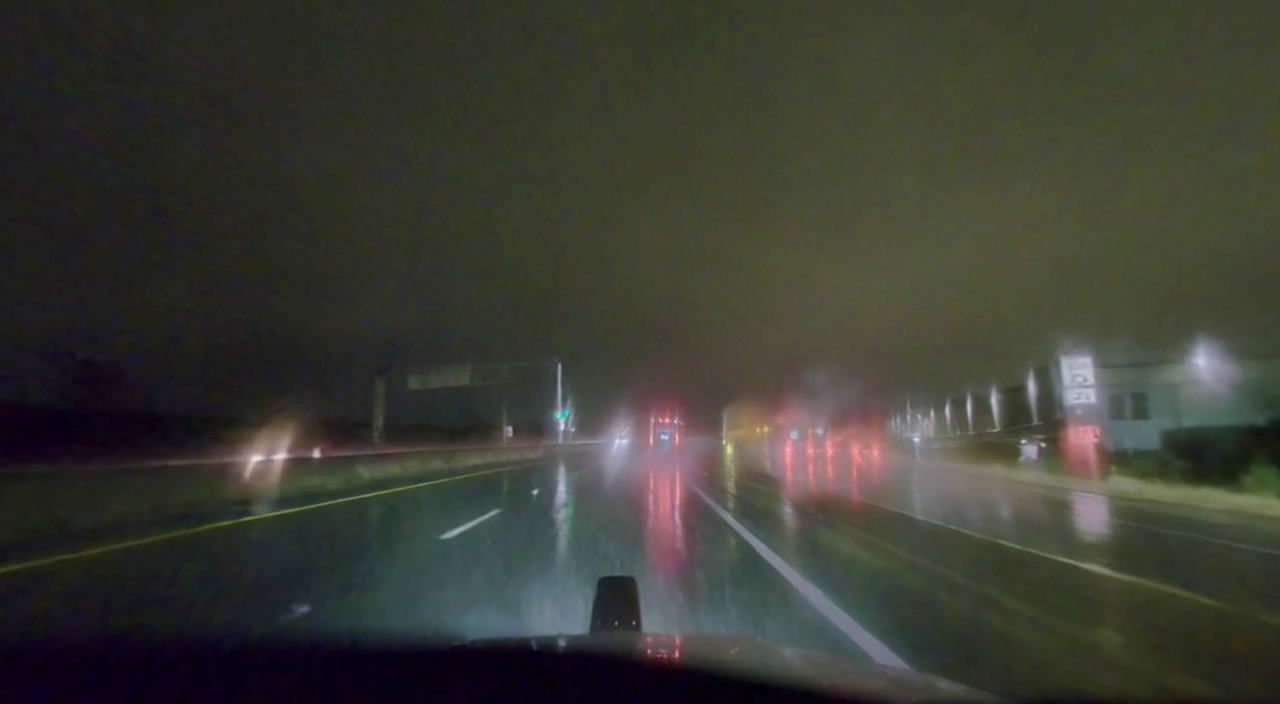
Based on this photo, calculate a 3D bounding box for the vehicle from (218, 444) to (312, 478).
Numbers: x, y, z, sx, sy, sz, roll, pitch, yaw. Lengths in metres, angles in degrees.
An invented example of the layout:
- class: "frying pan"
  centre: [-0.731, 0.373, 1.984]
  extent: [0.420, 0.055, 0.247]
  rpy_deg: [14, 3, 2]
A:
- class: "vehicle"
  centre: [-16.730, 4.838, 28.318]
  extent: [1.795, 1.382, 3.876]
  rpy_deg: [-1, -8, 1]
